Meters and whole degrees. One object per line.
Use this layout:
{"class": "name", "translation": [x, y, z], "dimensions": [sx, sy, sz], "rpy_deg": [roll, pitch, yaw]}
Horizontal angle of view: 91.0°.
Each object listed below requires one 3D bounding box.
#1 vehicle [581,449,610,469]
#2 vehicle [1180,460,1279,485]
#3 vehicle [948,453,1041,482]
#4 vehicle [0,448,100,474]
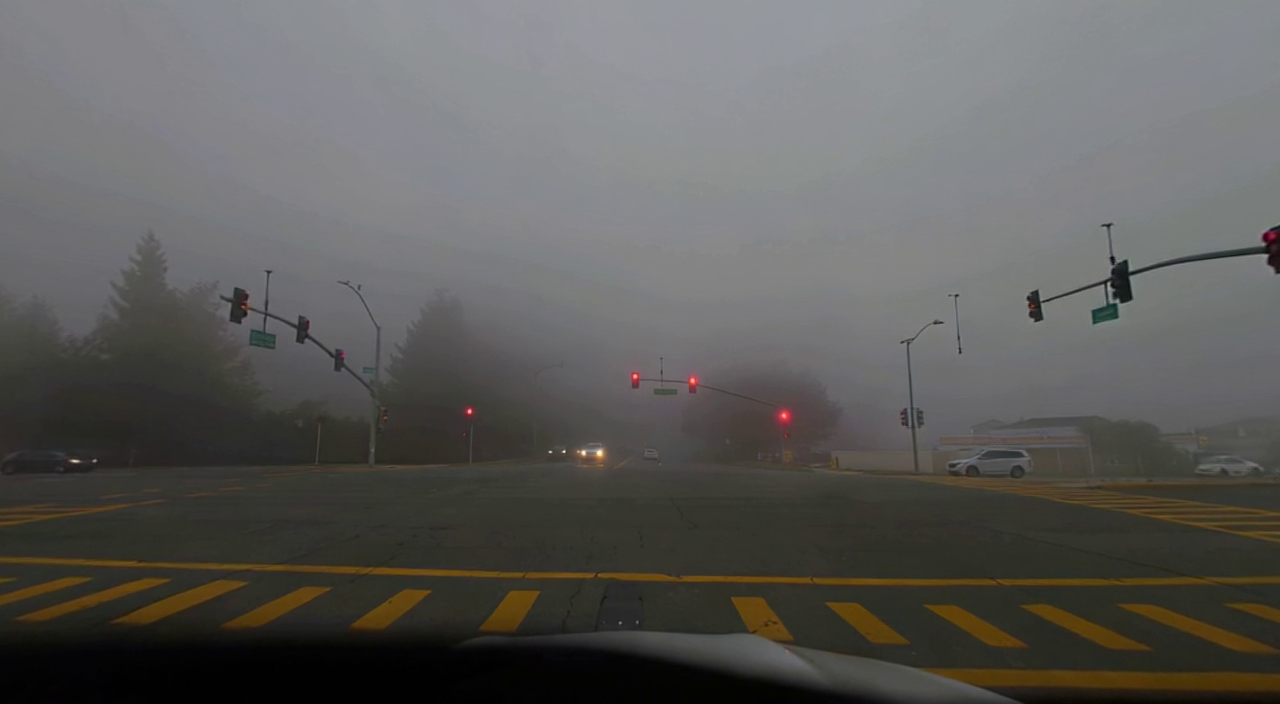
{"class": "vehicle", "translation": [-3.456, 8.359, 49.210], "dimensions": [1.908, 1.441, 4.142], "rpy_deg": [0, -8, 1]}
{"class": "vehicle", "translation": [36.212, 7.317, 38.301], "dimensions": [4.976, 1.428, 1.929], "rpy_deg": [0, -9, -2]}
{"class": "vehicle", "translation": [21.095, 6.880, 37.586], "dimensions": [4.447, 1.623, 1.801], "rpy_deg": [0, -9, -3]}
{"class": "vehicle", "translation": [-35.143, 6.420, 37.178], "dimensions": [4.741, 1.447, 1.807], "rpy_deg": [0, -9, 0]}
